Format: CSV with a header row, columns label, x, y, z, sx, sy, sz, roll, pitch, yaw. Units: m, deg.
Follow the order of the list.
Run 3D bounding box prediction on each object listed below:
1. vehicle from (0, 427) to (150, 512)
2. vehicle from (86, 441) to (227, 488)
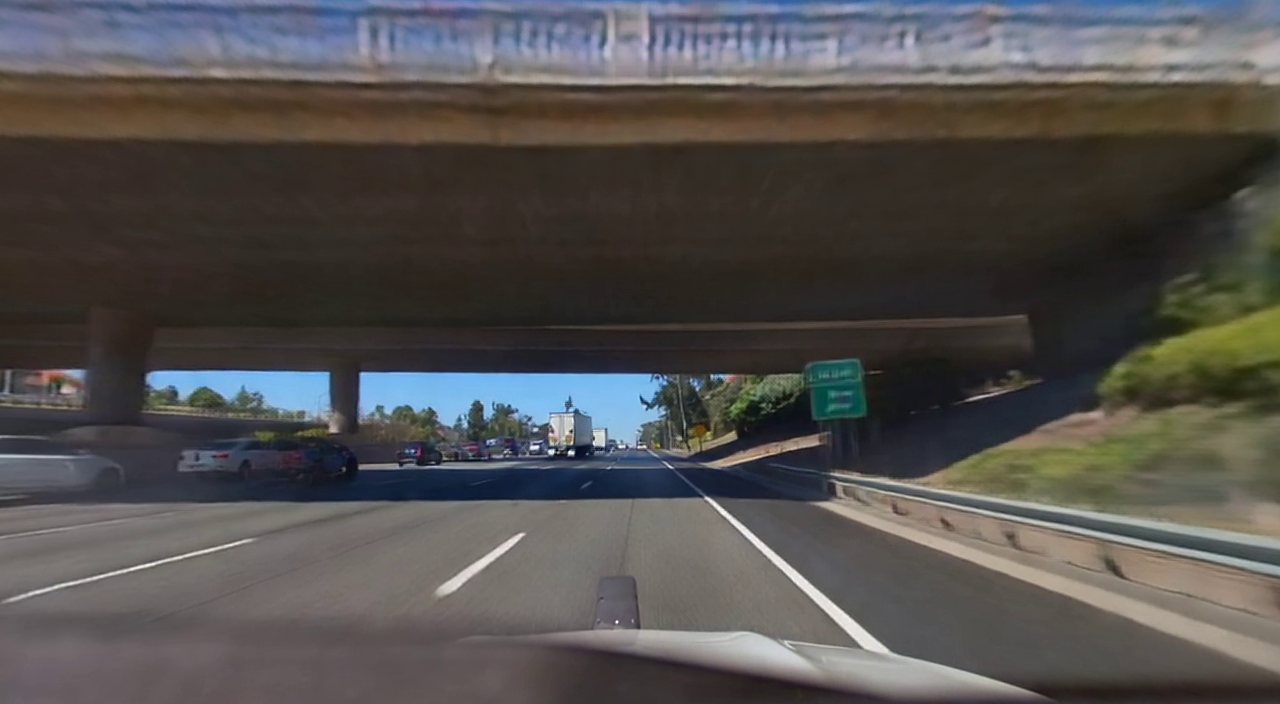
label,x,y,z,sx,sy,sz,roll,pitch,yaw
vehicle,-14.411,2.718,14.896,1.898,1.763,4.644,0,-9,1
vehicle,-17.971,4.179,23.808,1.866,1.609,4.315,0,-9,0
